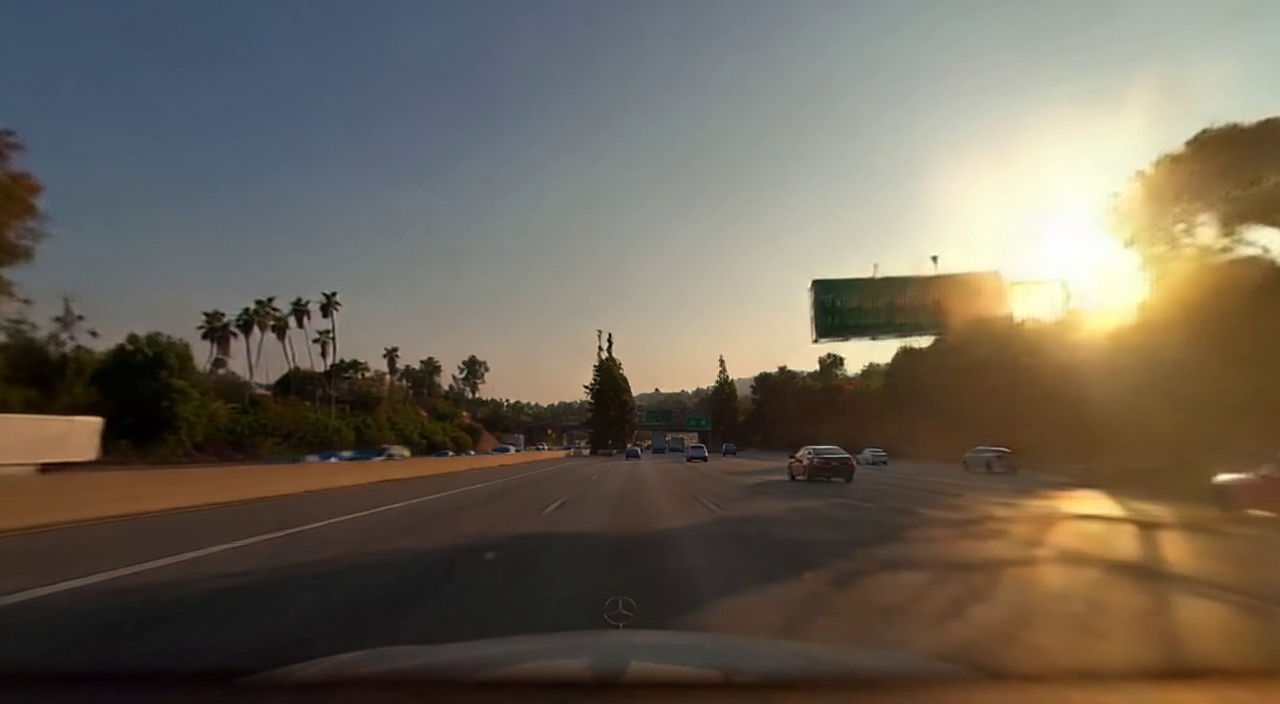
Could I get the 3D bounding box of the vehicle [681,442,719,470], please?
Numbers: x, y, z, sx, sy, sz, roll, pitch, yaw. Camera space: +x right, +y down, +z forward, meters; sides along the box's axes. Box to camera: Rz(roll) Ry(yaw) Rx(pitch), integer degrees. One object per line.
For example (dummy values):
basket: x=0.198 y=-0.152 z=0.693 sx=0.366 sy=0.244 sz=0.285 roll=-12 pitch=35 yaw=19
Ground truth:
vehicle: x=3.833 y=6.711 z=40.768 sx=2.035 sy=1.704 sz=3.867 roll=0 pitch=-8 yaw=-1

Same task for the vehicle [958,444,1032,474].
vehicle: x=21.135 y=6.354 z=37.720 sx=1.887 sy=1.642 sz=4.592 roll=0 pitch=-8 yaw=3

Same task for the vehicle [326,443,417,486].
vehicle: x=-12.490 y=5.241 z=29.683 sx=2.103 sy=1.814 sz=4.898 roll=0 pitch=-8 yaw=1

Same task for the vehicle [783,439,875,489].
vehicle: x=6.731 y=4.021 z=22.971 sx=1.902 sy=1.623 sz=4.360 roll=0 pitch=-8 yaw=-1

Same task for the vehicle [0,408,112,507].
vehicle: x=-23.007 y=3.631 z=21.684 sx=2.761 sy=3.311 sz=7.660 roll=0 pitch=-8 yaw=1

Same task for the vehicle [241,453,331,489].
vehicle: x=-16.238 y=5.458 z=29.124 sx=1.896 sy=1.477 sz=3.946 roll=0 pitch=-8 yaw=-1
